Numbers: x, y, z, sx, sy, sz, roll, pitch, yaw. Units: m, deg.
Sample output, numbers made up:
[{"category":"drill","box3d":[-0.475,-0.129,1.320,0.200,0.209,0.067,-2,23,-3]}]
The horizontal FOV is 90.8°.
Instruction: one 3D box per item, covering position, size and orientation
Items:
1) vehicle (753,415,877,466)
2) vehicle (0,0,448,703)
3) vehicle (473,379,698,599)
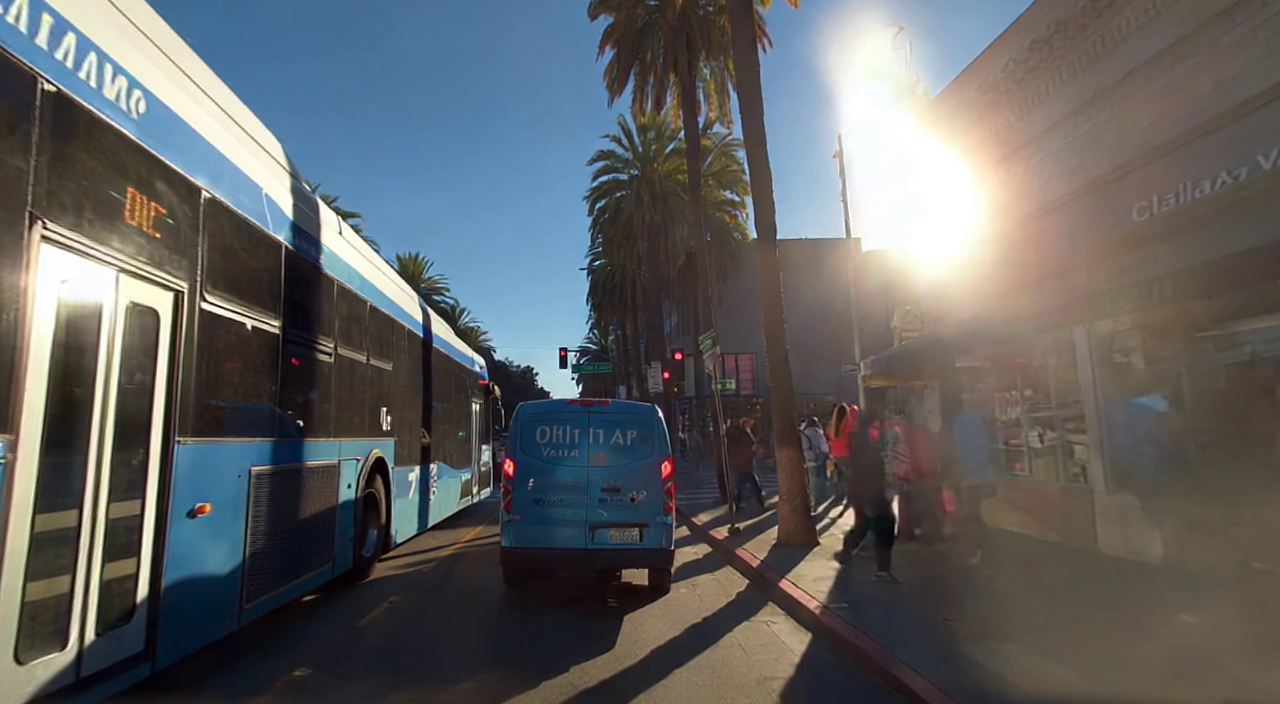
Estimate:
[{"category":"vehicle","box3d":[8.131,4.132,29.667,4.996,2.251,2.283,1,-8,-7]},{"category":"vehicle","box3d":[-3.807,0.172,3.282,2.863,3.233,11.573,1,-8,-5]},{"category":"vehicle","box3d":[-0.796,1.520,7.805,2.002,1.907,4.211,1,-9,-9]}]
